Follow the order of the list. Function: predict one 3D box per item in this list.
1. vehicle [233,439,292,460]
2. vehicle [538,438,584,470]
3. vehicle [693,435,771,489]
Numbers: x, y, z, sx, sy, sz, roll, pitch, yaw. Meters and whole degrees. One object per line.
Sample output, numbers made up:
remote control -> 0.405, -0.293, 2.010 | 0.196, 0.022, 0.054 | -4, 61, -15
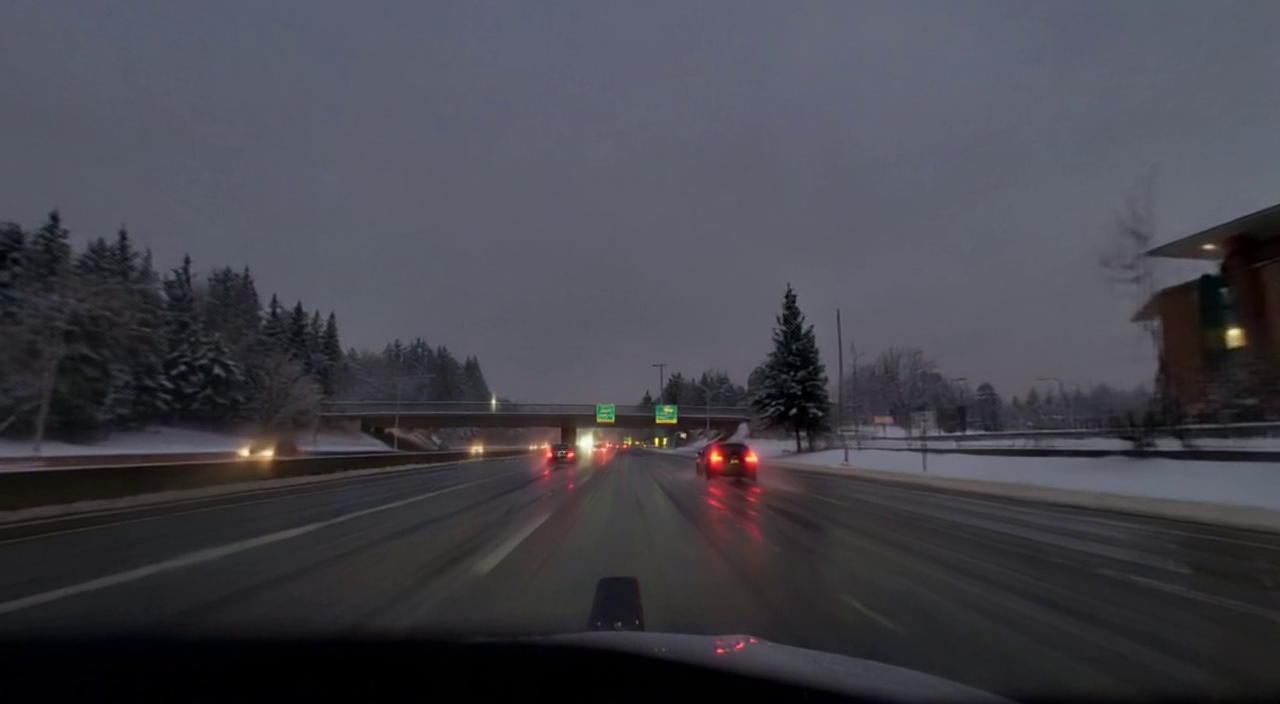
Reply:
vehicle -> -28.626, 7.404, 48.023 | 1.806, 1.465, 4.358 | 0, -8, 0
vehicle -> -4.558, 5.969, 37.170 | 2.176, 1.779, 4.755 | 0, -8, 0
vehicle -> 3.100, 3.793, 22.197 | 1.997, 1.686, 4.247 | 0, -8, -2
